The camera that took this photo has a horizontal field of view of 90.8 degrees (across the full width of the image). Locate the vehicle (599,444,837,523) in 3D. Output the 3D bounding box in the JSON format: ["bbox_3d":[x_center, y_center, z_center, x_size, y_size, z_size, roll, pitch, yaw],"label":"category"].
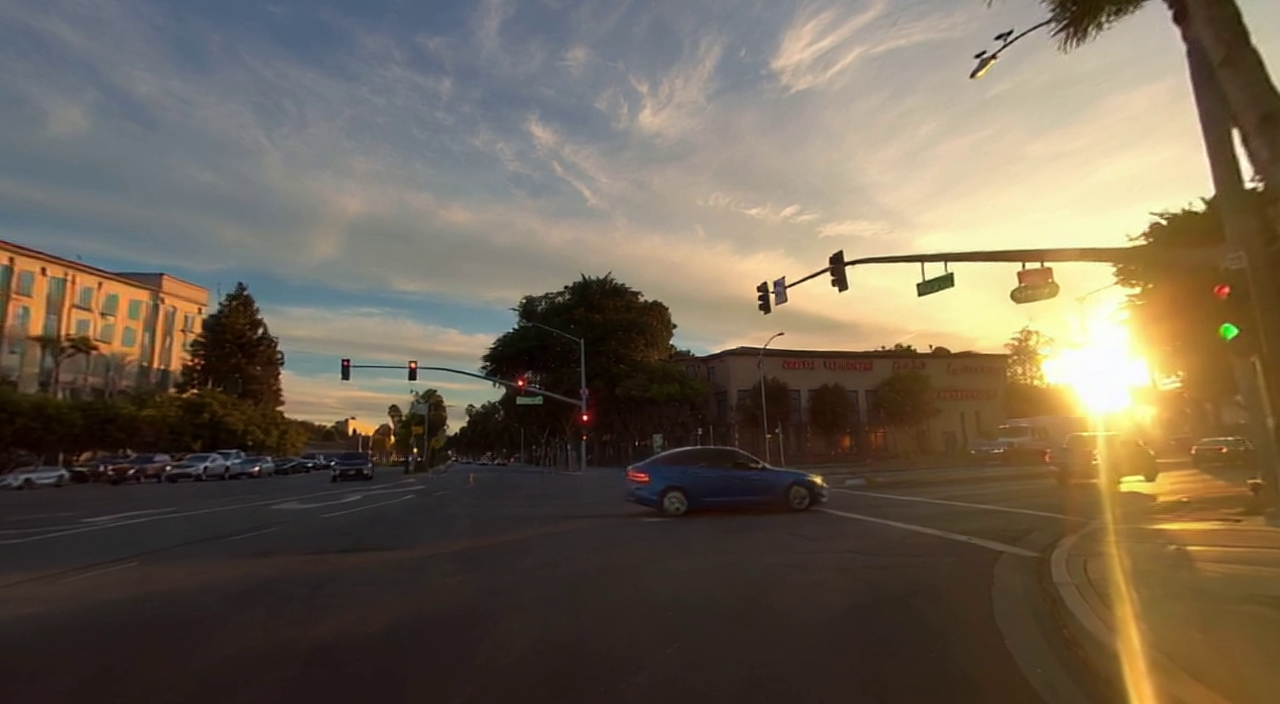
[{"bbox_3d":[1.615,2.758,13.746,4.702,1.468,1.999,2,-9,-14],"label":"vehicle"}]

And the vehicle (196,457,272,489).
[{"bbox_3d":[-23.362,6.935,36.562,2.020,1.615,4.656,1,-9,-11],"label":"vehicle"}]

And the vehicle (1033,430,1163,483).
[{"bbox_3d":[18.675,4.191,25.677,5.896,1.937,2.358,6,-11,-35],"label":"vehicle"}]

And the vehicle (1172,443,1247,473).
[{"bbox_3d":[29.573,5.450,32.737,4.728,1.471,1.957,6,-11,-38],"label":"vehicle"}]

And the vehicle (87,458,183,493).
[{"bbox_3d":[-26.723,6.514,33.655,2.081,1.670,4.376,1,-9,-11],"label":"vehicle"}]

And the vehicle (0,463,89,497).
[{"bbox_3d":[-30.054,6.317,31.356,1.965,1.448,4.553,1,-9,-11],"label":"vehicle"}]
